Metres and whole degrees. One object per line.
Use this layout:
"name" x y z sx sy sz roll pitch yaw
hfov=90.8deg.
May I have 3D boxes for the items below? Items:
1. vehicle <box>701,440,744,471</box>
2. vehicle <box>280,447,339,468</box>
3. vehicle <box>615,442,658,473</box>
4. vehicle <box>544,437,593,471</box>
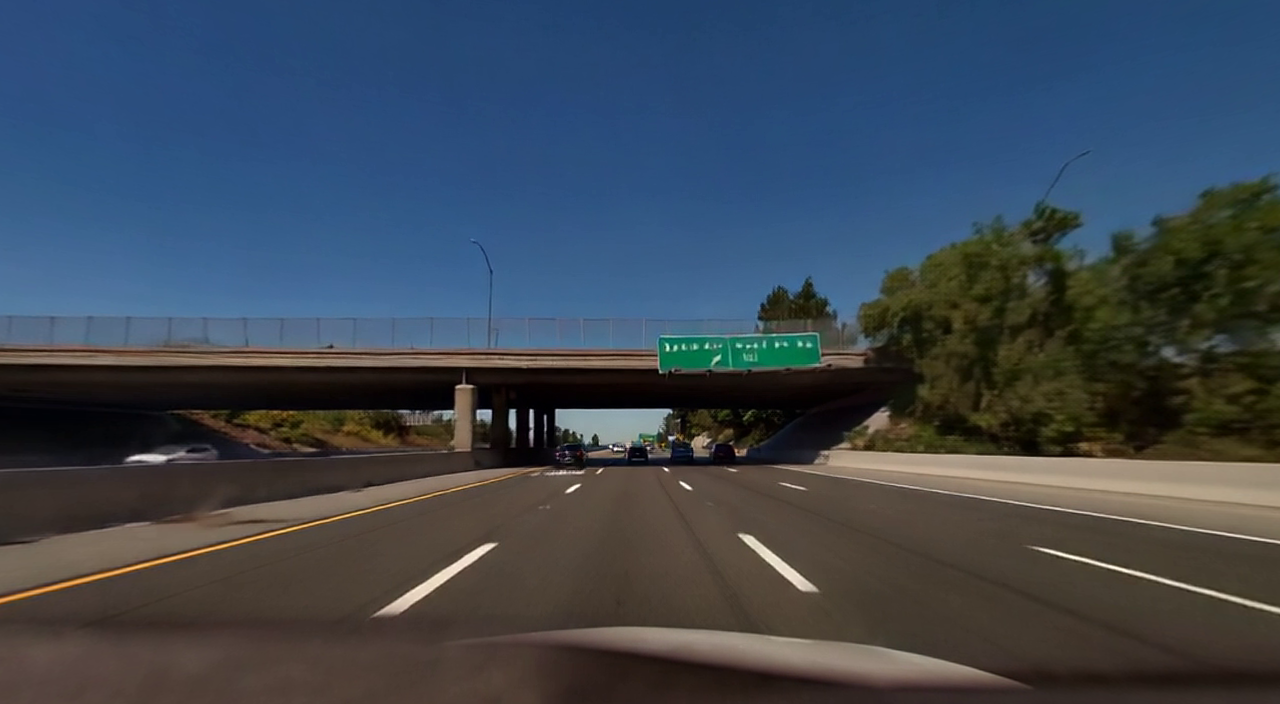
"vehicle" 4.643 5.893 36.098 1.936 1.625 3.991 0 -8 1
"vehicle" -24.436 7.803 46.912 1.822 1.437 4.575 0 -8 1
"vehicle" -0.148 5.390 32.466 2.075 1.486 4.007 0 -8 1
"vehicle" -3.969 5.742 35.654 2.113 1.756 4.471 0 -8 2
